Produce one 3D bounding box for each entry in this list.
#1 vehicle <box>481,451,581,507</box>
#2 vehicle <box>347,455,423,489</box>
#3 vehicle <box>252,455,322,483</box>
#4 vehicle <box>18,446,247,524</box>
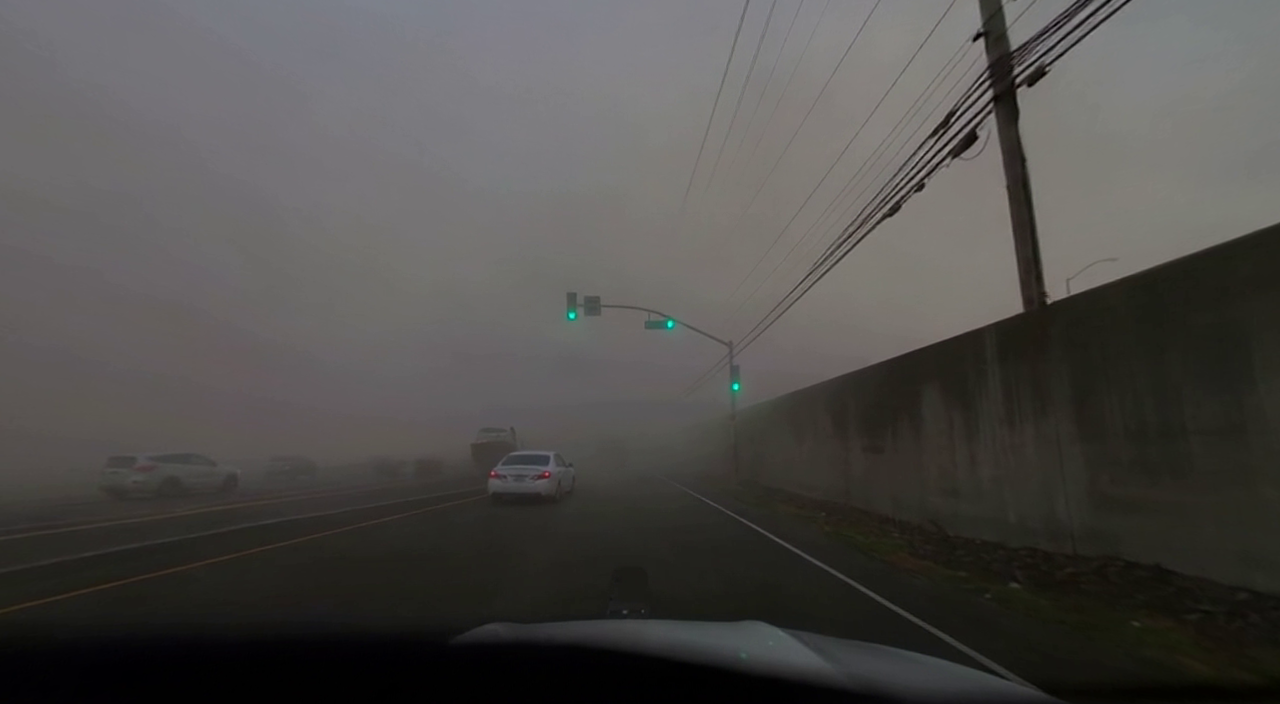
[{"bbox_3d":[-3.231,3.897,19.866,2.019,1.480,4.966,-1,-8,3],"label":"vehicle"},{"bbox_3d":[-12.557,5.922,31.405,1.905,1.492,4.151,-1,-8,2],"label":"vehicle"},{"bbox_3d":[-23.594,7.812,42.409,1.891,1.696,4.613,-1,-8,2],"label":"vehicle"},{"bbox_3d":[-13.248,3.440,17.014,2.096,1.773,4.751,-1,-9,2],"label":"vehicle"}]
